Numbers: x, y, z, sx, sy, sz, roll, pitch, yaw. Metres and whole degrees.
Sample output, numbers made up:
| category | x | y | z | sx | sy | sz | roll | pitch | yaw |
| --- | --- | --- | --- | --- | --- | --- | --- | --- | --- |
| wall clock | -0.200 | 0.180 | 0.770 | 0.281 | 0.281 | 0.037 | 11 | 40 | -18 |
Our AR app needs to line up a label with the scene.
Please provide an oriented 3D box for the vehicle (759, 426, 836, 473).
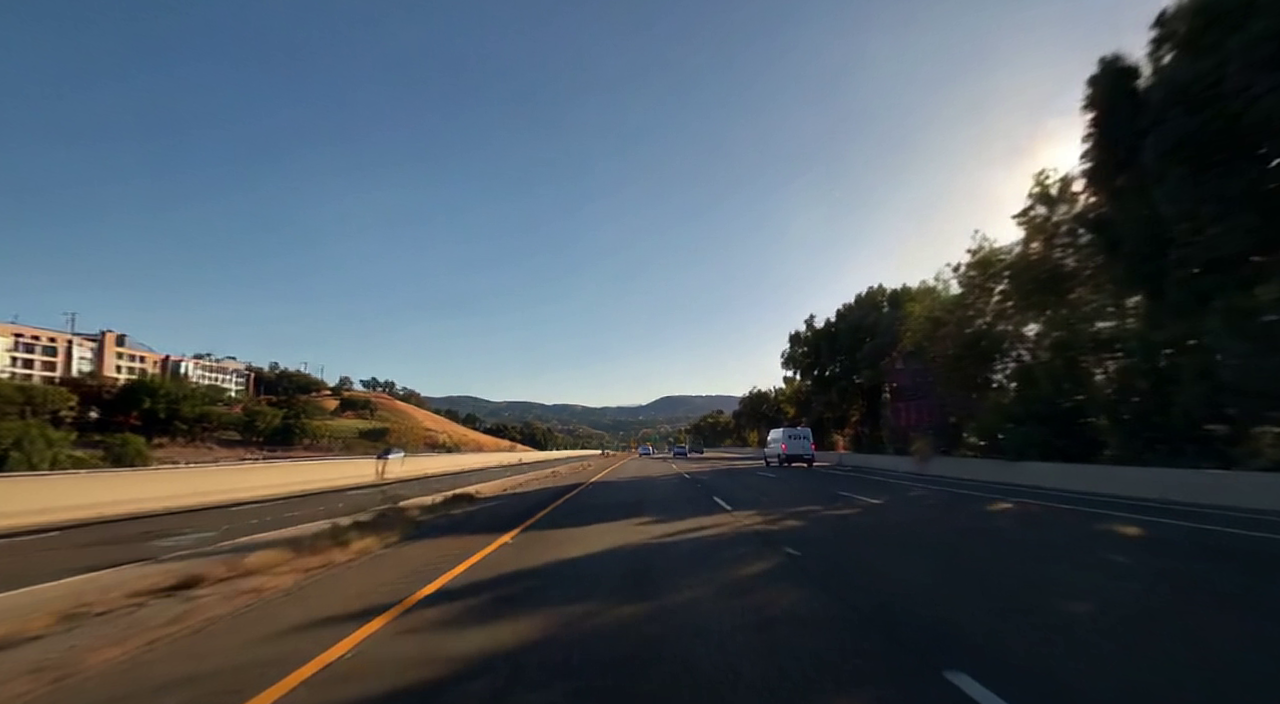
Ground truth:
| category | x | y | z | sx | sy | sz | roll | pitch | yaw |
| --- | --- | --- | --- | --- | --- | --- | --- | --- | --- |
| vehicle | 7.601 | 4.782 | 31.093 | 2.275 | 2.059 | 5.543 | 0 | -8 | -1 |
